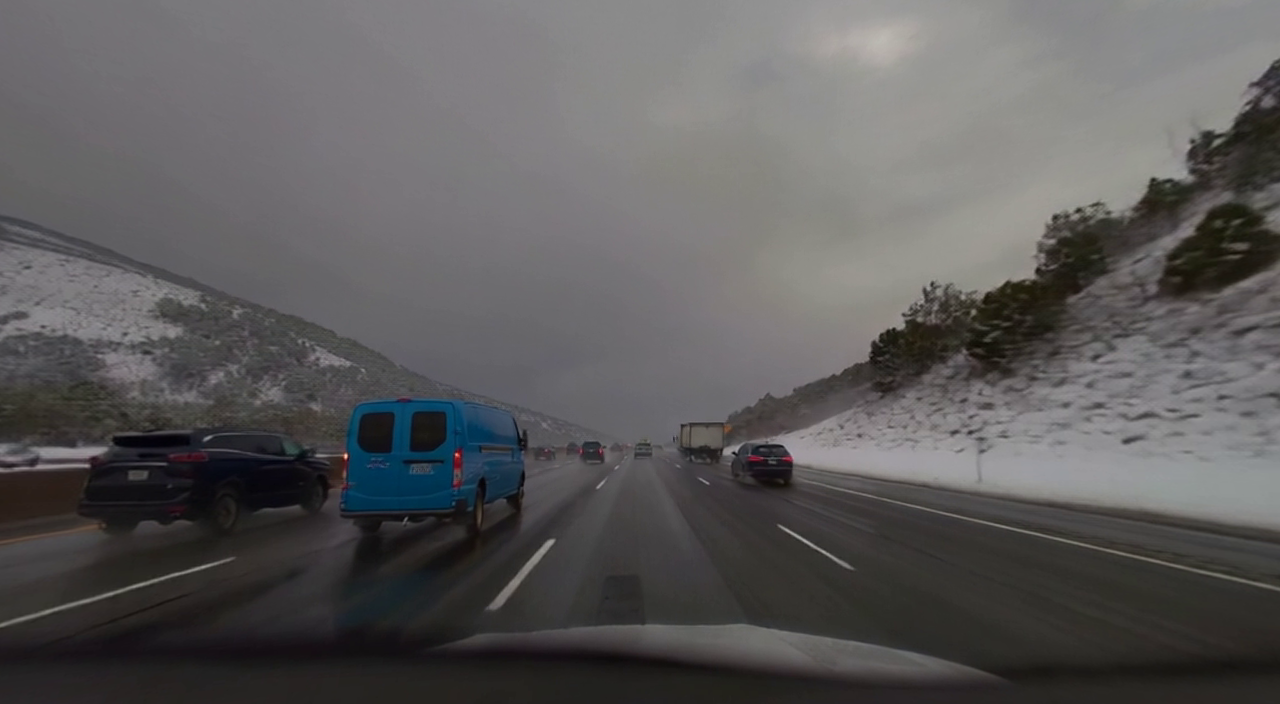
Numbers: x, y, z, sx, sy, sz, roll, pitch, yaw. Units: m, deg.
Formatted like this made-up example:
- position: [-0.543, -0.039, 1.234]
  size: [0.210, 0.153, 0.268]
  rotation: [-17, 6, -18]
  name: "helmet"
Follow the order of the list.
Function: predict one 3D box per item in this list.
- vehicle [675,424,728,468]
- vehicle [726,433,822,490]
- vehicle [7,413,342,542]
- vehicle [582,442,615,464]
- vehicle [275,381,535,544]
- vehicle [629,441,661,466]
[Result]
- position: [4.085, 6.471, 43.314]
  size: [2.877, 2.730, 7.831]
  rotation: [0, -9, 0]
  name: "vehicle"
- position: [4.072, 3.416, 19.867]
  size: [2.051, 1.598, 4.145]
  rotation: [0, -9, -1]
  name: "vehicle"
- position: [-7.447, 2.068, 10.992]
  size: [2.054, 1.715, 4.928]
  rotation: [0, -9, 0]
  name: "vehicle"
- position: [-3.094, 7.669, 47.952]
  size: [2.138, 1.581, 4.340]
  rotation: [0, -9, 1]
  name: "vehicle"
- position: [-3.669, 1.937, 11.492]
  size: [2.421, 2.203, 5.775]
  rotation: [0, -9, 1]
  name: "vehicle"
- position: [0.309, 6.659, 41.232]
  size: [2.014, 1.543, 3.804]
  rotation: [0, -9, 0]
  name: "vehicle"
